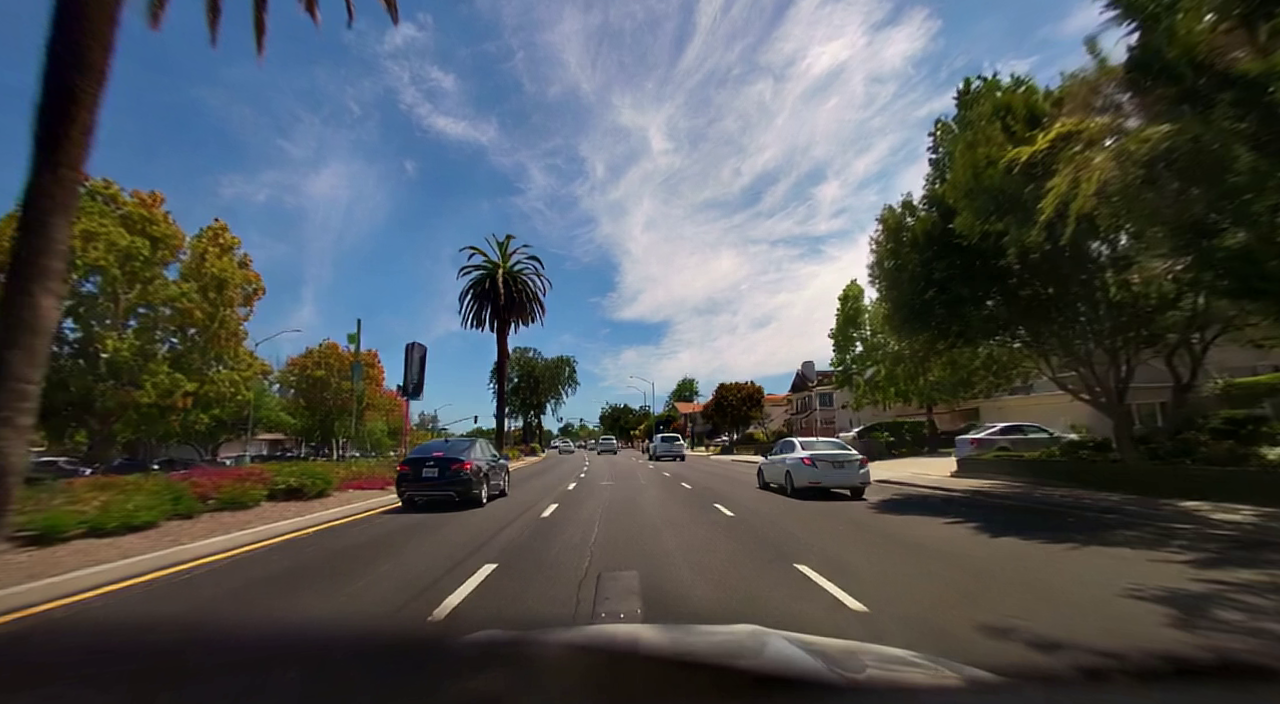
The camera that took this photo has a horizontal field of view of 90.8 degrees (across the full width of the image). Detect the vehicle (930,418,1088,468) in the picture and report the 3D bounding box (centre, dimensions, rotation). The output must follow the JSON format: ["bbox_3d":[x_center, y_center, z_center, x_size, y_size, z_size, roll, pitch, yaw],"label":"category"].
[{"bbox_3d":[13.028,3.223,22.518,4.408,1.673,1.969,0,-8,-4],"label":"vehicle"}]

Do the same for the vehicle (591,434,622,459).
[{"bbox_3d":[-2.652,7.321,48.975,2.164,1.867,4.254,1,-8,-5],"label":"vehicle"}]

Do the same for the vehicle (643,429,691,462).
[{"bbox_3d":[1.620,6.000,40.524,2.391,1.960,5.600,1,-8,-5],"label":"vehicle"}]

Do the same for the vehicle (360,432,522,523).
[{"bbox_3d":[-3.670,2.370,12.549,1.924,1.473,4.200,0,-8,-1],"label":"vehicle"}]

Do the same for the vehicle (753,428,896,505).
[{"bbox_3d":[3.980,2.541,14.442,1.870,1.491,4.009,0,-8,-3],"label":"vehicle"}]
